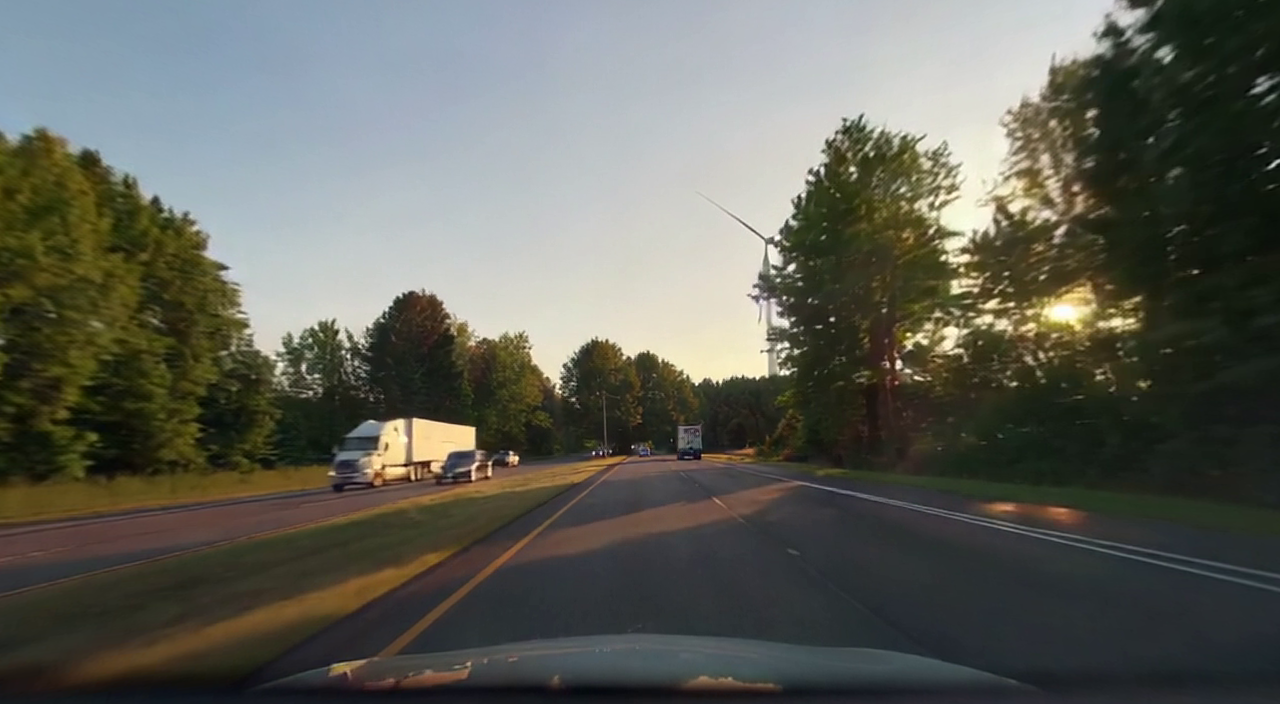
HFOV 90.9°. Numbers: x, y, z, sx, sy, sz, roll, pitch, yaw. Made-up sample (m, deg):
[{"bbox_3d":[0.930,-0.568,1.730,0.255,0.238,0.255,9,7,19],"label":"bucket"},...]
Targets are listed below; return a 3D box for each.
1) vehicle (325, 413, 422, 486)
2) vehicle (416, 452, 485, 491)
[{"bbox_3d":[-15.829,5.873,38.001,2.917,4.007,5.975,-1,-9,3],"label":"vehicle"},{"bbox_3d":[-7.947,5.009,26.751,1.780,1.465,3.818,0,-9,-1],"label":"vehicle"}]
